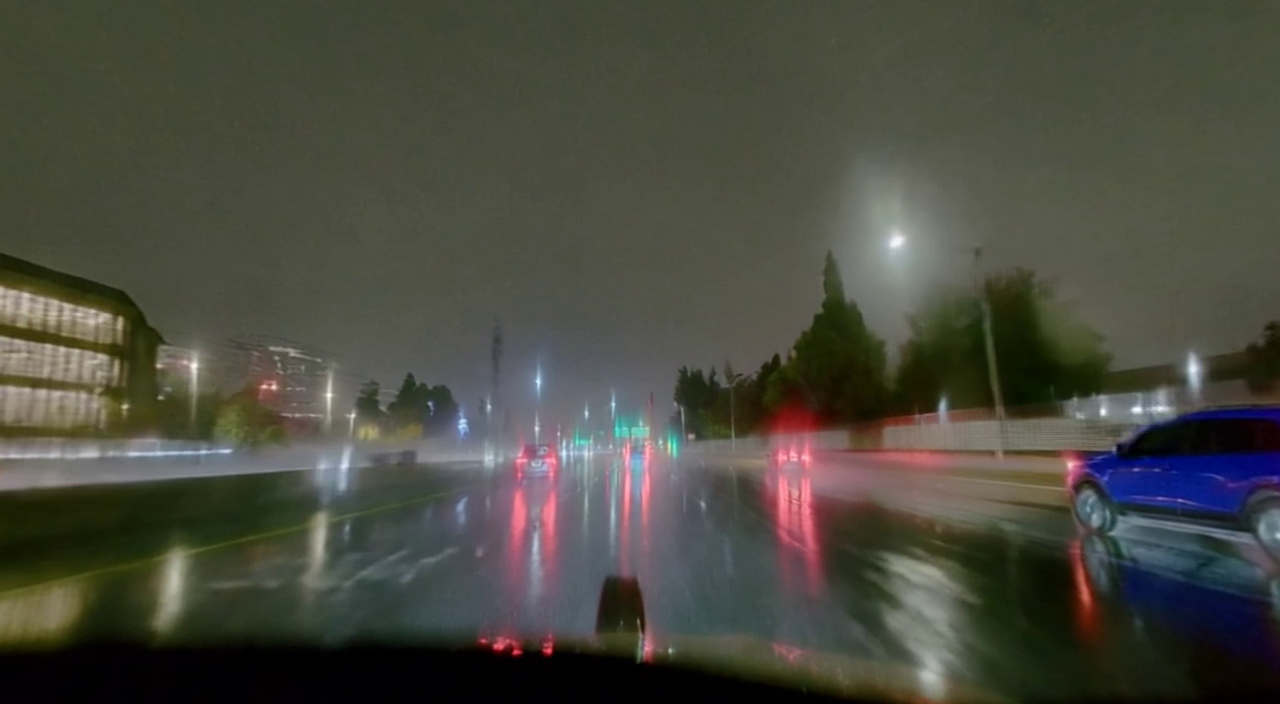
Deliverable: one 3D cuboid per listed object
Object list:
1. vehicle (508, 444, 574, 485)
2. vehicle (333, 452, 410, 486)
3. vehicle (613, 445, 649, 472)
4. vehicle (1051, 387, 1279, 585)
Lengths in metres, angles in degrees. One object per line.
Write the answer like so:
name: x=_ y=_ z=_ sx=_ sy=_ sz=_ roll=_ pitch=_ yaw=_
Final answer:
vehicle: x=-3.863 y=4.452 z=25.361 sx=1.886 sy=1.465 sz=4.625 roll=-1 pitch=-9 yaw=0
vehicle: x=-14.265 y=6.206 z=33.915 sx=1.986 sy=1.659 sz=4.769 roll=-1 pitch=-9 yaw=0
vehicle: x=-0.549 y=6.325 z=37.619 sx=1.997 sy=1.485 sz=4.094 roll=0 pitch=-9 yaw=-1
vehicle: x=6.921 y=1.344 z=6.575 sx=2.028 sy=1.801 sz=4.741 roll=0 pitch=-9 yaw=0
